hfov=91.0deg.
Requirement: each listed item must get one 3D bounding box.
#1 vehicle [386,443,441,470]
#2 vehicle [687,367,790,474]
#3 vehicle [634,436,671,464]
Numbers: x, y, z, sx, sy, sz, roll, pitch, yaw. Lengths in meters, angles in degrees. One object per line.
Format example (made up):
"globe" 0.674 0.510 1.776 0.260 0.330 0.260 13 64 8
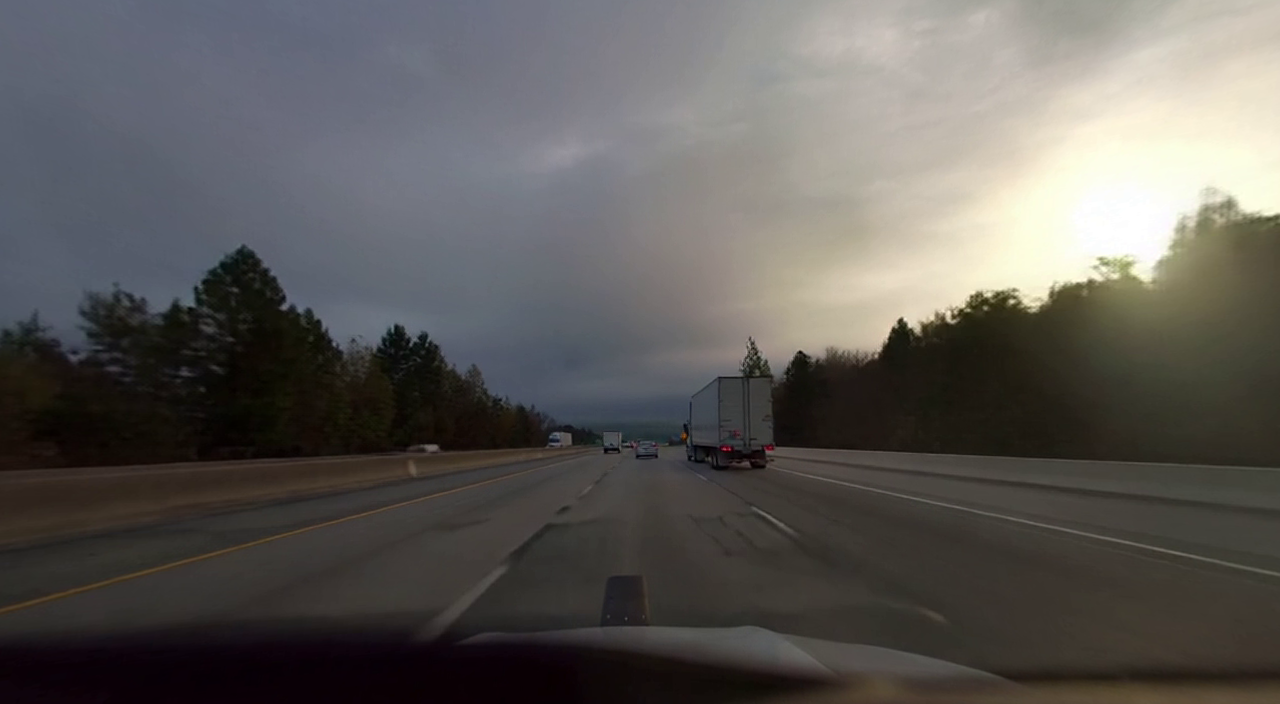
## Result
"vehicle" -13.982 6.426 39.071 1.870 1.555 4.135 0 -8 0
"vehicle" 4.340 3.629 31.545 3.005 4.131 14.221 0 -8 0
"vehicle" 0.730 6.034 38.965 2.139 1.607 4.034 0 -8 0
